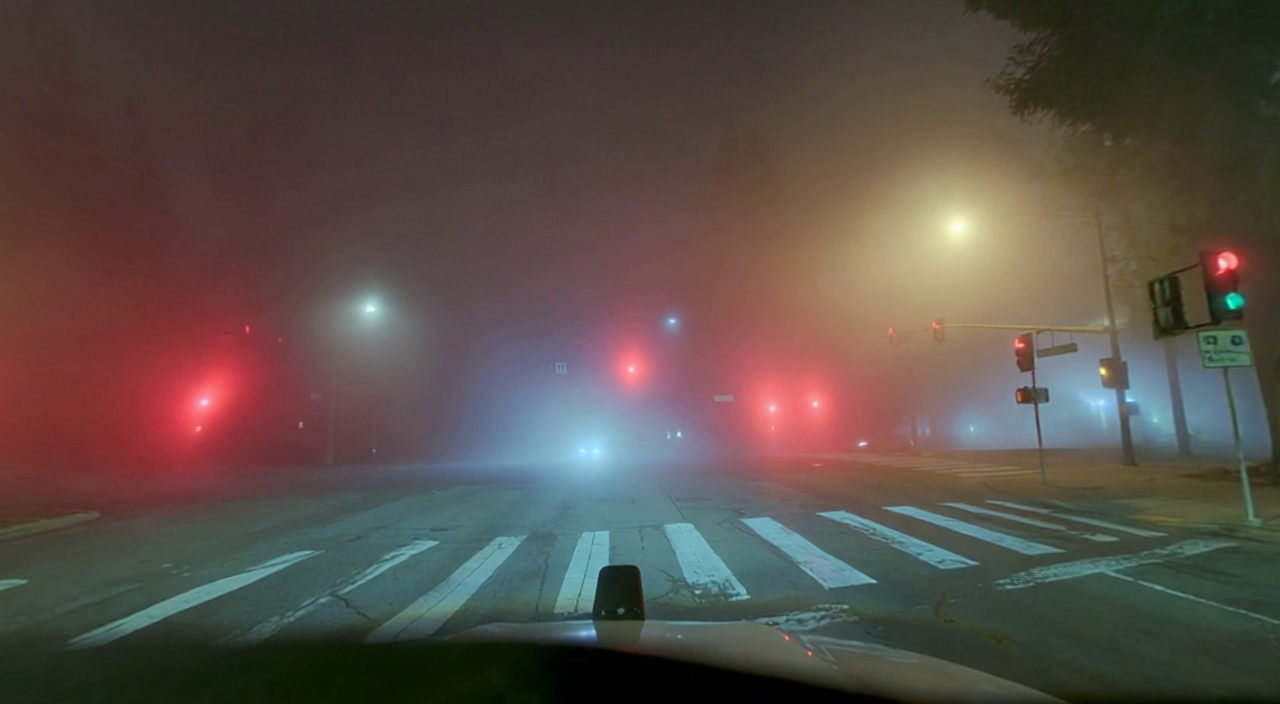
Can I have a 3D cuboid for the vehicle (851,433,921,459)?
[{"bbox_3d":[17.632,6.749,45.238,4.600,1.783,1.970,4,-10,-26],"label":"vehicle"}]
